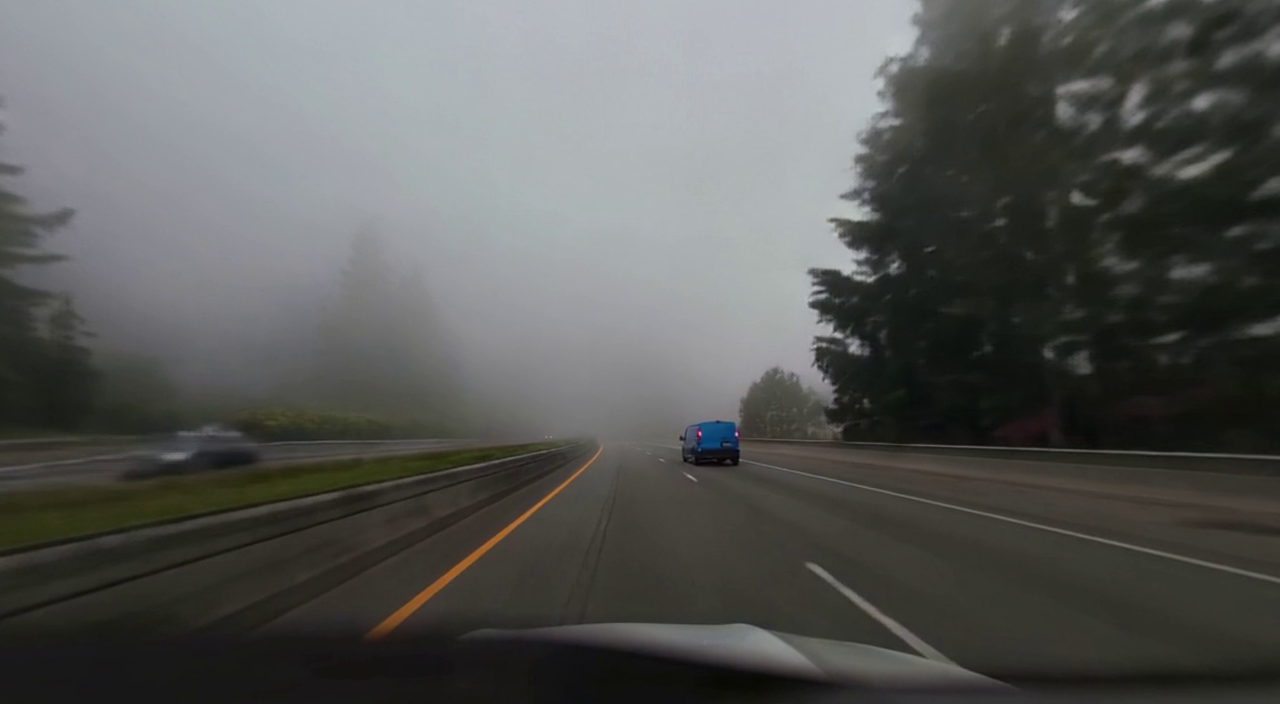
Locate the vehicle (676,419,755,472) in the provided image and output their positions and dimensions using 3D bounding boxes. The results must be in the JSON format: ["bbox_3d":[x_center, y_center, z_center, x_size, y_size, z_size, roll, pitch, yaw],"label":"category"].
[{"bbox_3d":[2.736,3.547,24.095,2.240,1.801,4.545,0,-8,-3],"label":"vehicle"}]

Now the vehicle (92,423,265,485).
[{"bbox_3d":[-13.297,2.932,18.580,2.013,1.589,4.152,0,-8,-1],"label":"vehicle"}]
